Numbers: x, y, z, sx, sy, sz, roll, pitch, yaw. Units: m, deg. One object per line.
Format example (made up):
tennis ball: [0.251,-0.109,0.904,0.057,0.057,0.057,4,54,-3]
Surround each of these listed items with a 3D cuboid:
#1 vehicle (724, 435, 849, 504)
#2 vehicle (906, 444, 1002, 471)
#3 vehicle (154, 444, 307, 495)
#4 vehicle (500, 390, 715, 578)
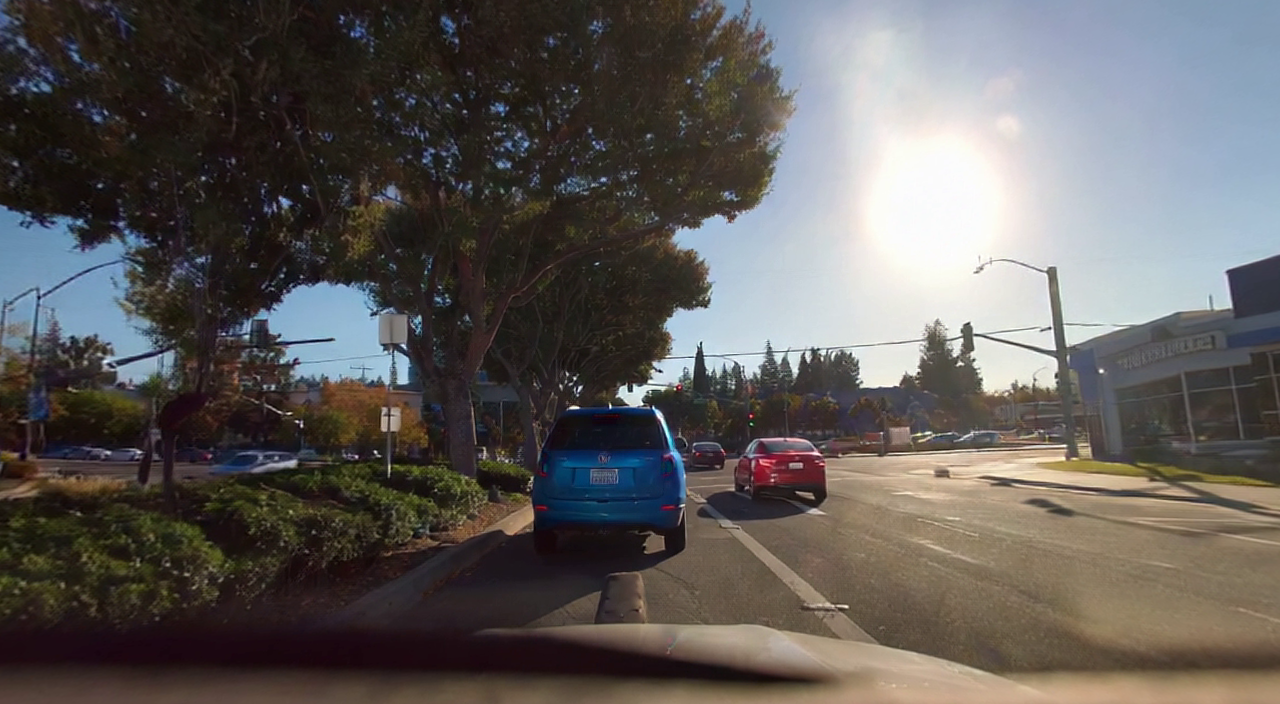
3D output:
vehicle: [3.655,3.026,16.761,2.098,1.555,4.778,0,-9,-1]
vehicle: [17.205,5.782,34.772,4.290,1.427,1.751,0,-9,2]
vehicle: [-12.975,3.719,20.448,1.983,1.460,4.456,0,-9,0]
vehicle: [-0.297,1.646,8.630,2.096,1.837,4.687,0,-9,1]
